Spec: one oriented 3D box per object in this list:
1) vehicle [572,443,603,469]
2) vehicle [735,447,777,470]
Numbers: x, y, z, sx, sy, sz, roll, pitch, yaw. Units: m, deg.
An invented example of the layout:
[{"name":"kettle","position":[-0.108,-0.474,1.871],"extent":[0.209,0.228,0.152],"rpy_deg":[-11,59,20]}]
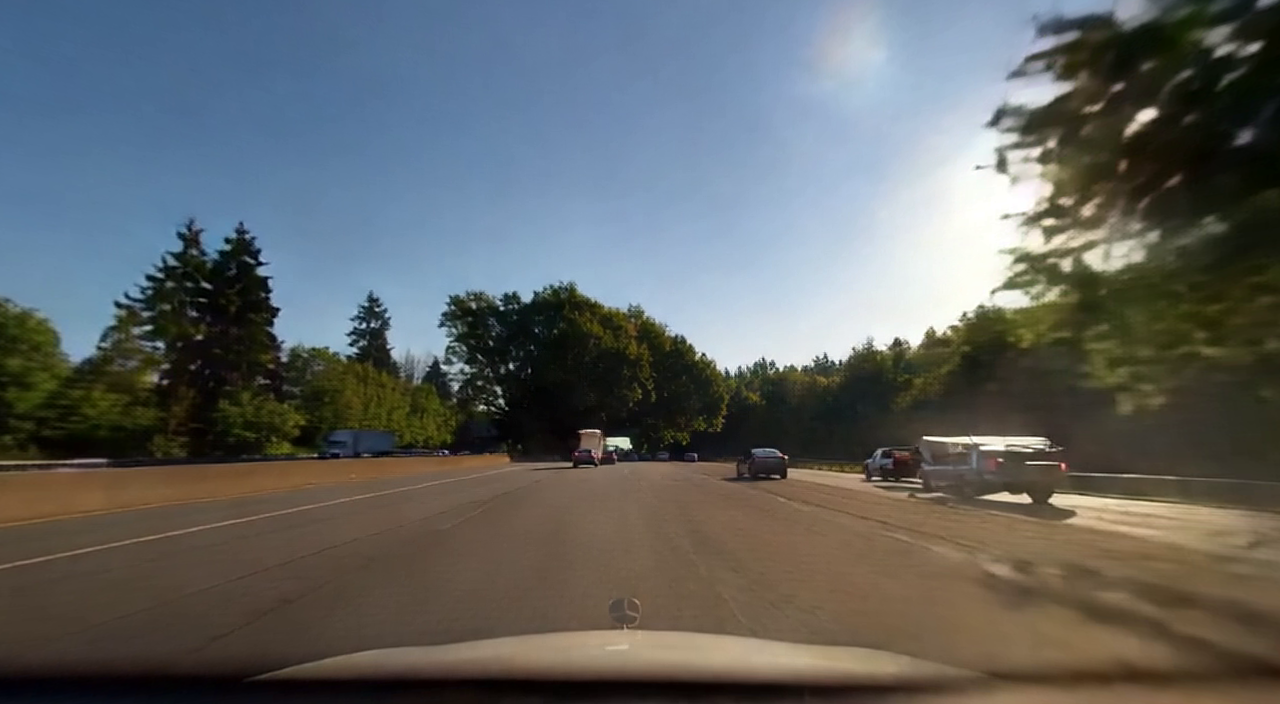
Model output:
[{"name":"vehicle","position":[-3.775,7.549,45.815],"extent":[2.167,1.847,4.097],"rpy_deg":[1,-9,-4]},{"name":"vehicle","position":[8.421,7.780,46.159],"extent":[1.989,1.591,4.348],"rpy_deg":[1,-9,-3]}]
